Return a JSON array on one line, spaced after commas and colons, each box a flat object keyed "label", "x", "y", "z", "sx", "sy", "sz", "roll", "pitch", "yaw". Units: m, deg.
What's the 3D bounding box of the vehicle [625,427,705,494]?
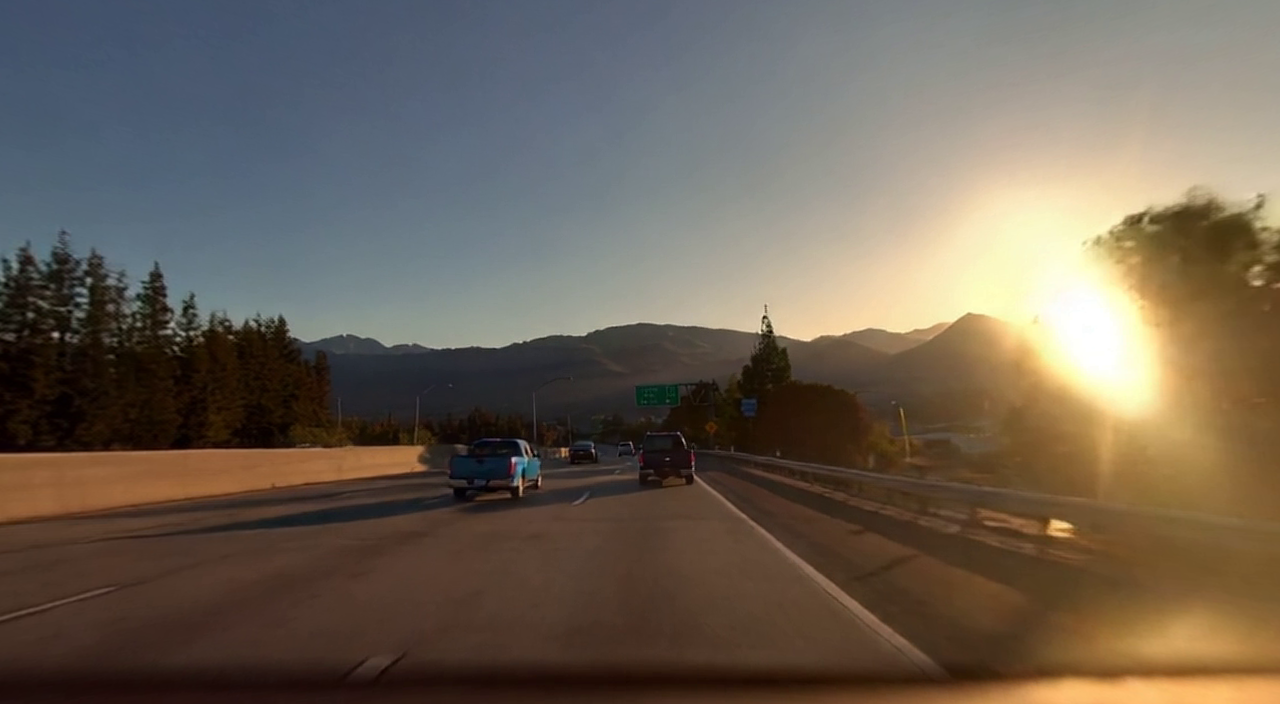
[{"label": "vehicle", "x": 0.746, "y": 3.449, "z": 20.421, "sx": 2.229, "sy": 1.837, "sz": 5.387, "roll": -1, "pitch": -9, "yaw": 1}]

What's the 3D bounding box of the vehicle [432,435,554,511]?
[{"label": "vehicle", "x": -3.428, "y": 2.906, "z": 15.579, "sx": 1.959, "sy": 1.604, "sz": 4.065, "roll": -1, "pitch": -9, "yaw": 1}]

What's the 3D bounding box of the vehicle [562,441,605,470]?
[{"label": "vehicle", "x": -3.314, "y": 6.186, "z": 37.855, "sx": 2.106, "sy": 1.651, "sz": 4.040, "roll": -1, "pitch": -9, "yaw": 2}]
